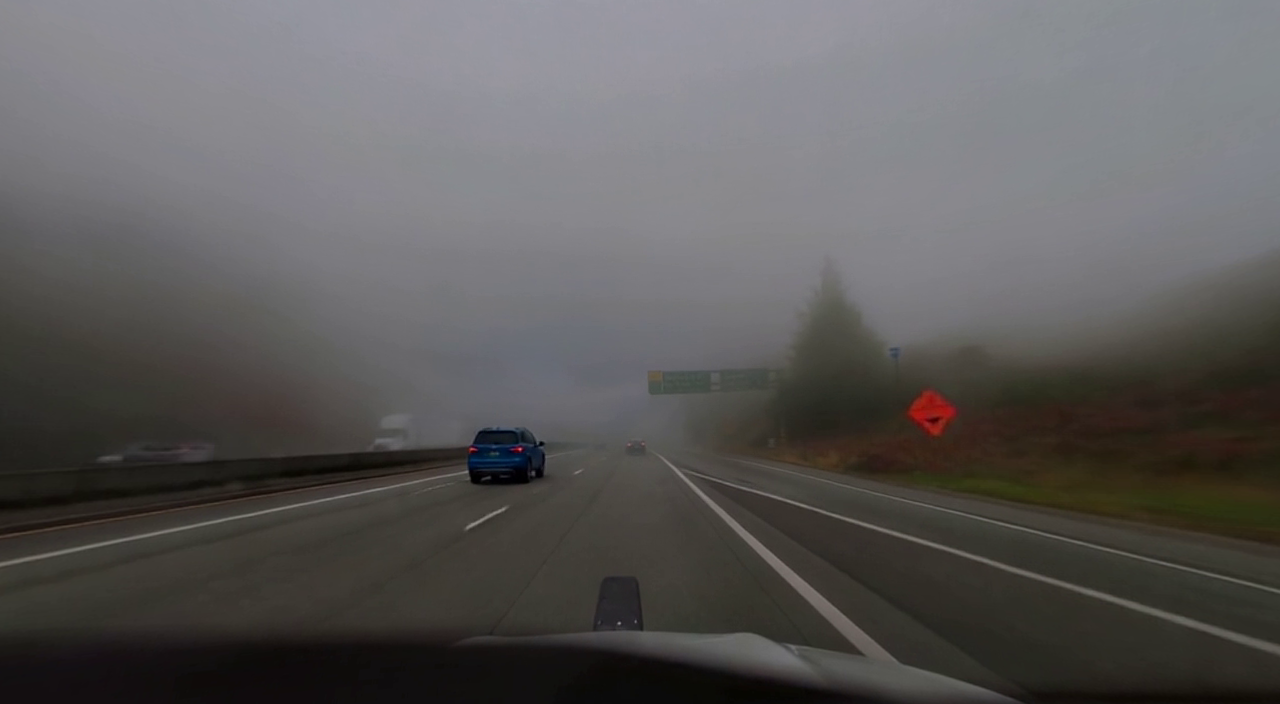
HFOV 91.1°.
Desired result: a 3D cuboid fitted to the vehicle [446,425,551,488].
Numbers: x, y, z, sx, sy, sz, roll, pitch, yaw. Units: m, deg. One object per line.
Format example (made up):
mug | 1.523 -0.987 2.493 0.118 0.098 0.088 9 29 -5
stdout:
vehicle | -4.150 3.139 19.219 2.125 1.662 4.336 0 -8 1
